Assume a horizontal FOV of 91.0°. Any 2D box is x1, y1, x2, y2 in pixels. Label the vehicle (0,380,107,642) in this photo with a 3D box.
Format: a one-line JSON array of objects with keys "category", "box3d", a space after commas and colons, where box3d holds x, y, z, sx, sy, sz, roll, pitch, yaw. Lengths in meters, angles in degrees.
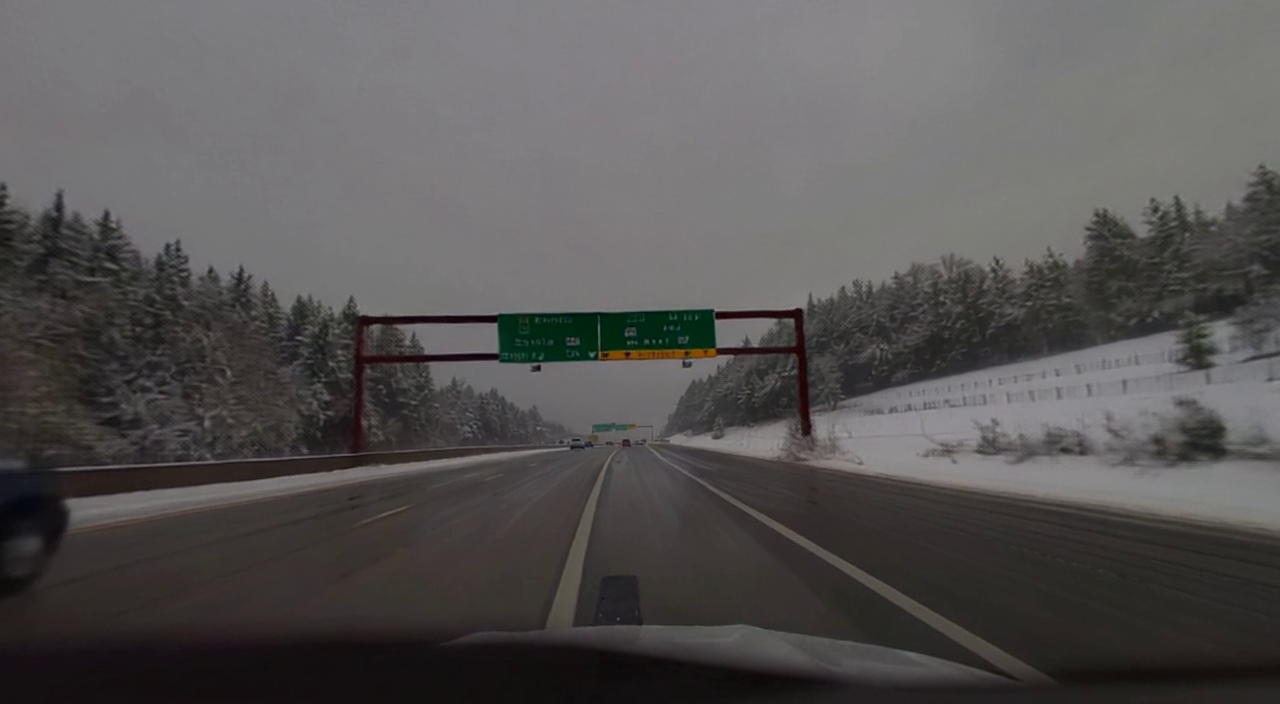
[{"category": "vehicle", "box3d": [-5.036, 0.788, 2.354, 2.055, 1.662, 4.773, 0, -8, -3]}]
